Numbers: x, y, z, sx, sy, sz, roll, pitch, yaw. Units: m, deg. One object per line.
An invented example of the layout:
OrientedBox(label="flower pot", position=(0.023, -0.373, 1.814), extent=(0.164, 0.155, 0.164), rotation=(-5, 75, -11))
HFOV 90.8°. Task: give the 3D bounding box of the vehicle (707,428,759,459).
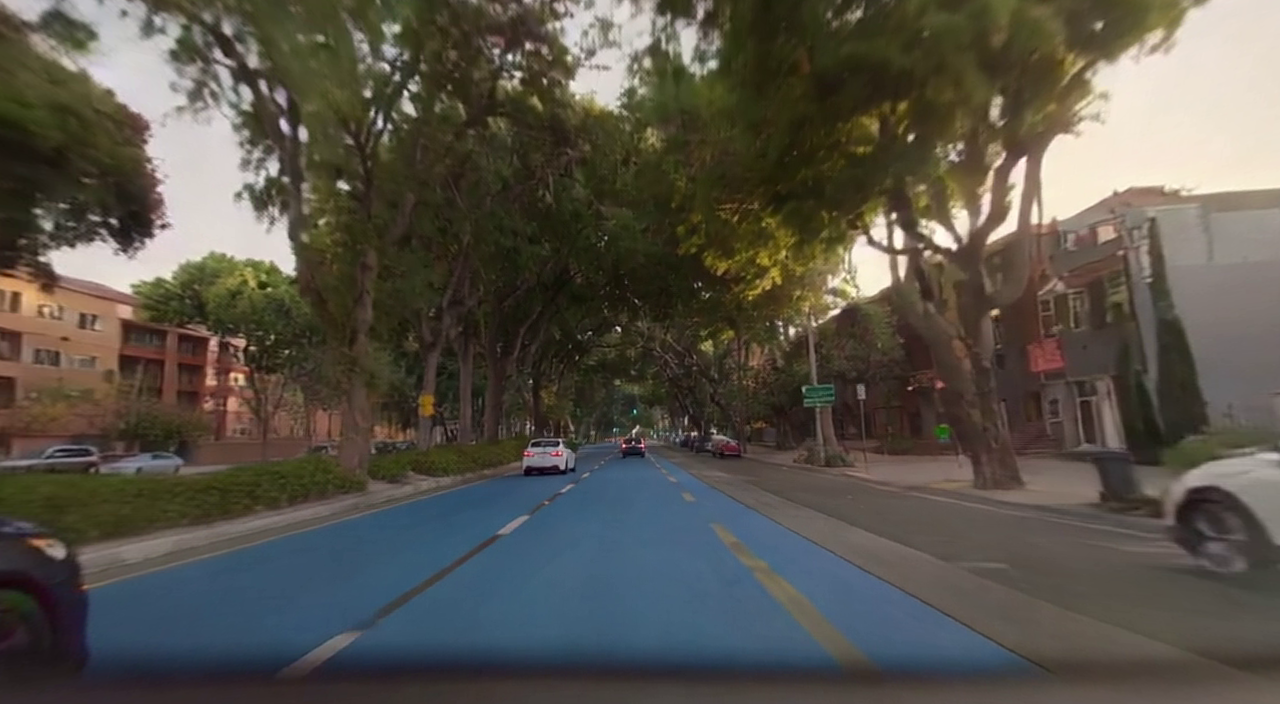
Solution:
OrientedBox(label="vehicle", position=(5.958, 6.005, 41.347), extent=(2.390, 1.816, 6.050), rotation=(0, -8, -1))

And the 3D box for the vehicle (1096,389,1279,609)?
OrientedBox(label="vehicle", position=(6.391, 1.091, 4.380), extent=(2.206, 1.803, 5.753), rotation=(0, -8, 1))

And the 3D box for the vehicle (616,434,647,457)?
OrientedBox(label="vehicle", position=(-0.551, 6.395, 43.267), extent=(1.999, 1.520, 3.896), rotation=(0, -8, 0))

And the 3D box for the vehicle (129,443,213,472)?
OrientedBox(label="vehicle", position=(-34.174, 7.689, 46.105), extent=(4.285, 1.860, 2.302), rotation=(-3, -9, 0))

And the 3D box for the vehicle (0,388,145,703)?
OrientedBox(label="vehicle", position=(-3.590, 0.687, 1.021), extent=(1.995, 1.524, 4.438), rotation=(0, -8, -1))

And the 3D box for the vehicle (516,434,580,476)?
OrientedBox(label="vehicle", position=(-3.599, 4.123, 25.484), extent=(1.934, 1.522, 4.287), rotation=(0, -8, 0))
